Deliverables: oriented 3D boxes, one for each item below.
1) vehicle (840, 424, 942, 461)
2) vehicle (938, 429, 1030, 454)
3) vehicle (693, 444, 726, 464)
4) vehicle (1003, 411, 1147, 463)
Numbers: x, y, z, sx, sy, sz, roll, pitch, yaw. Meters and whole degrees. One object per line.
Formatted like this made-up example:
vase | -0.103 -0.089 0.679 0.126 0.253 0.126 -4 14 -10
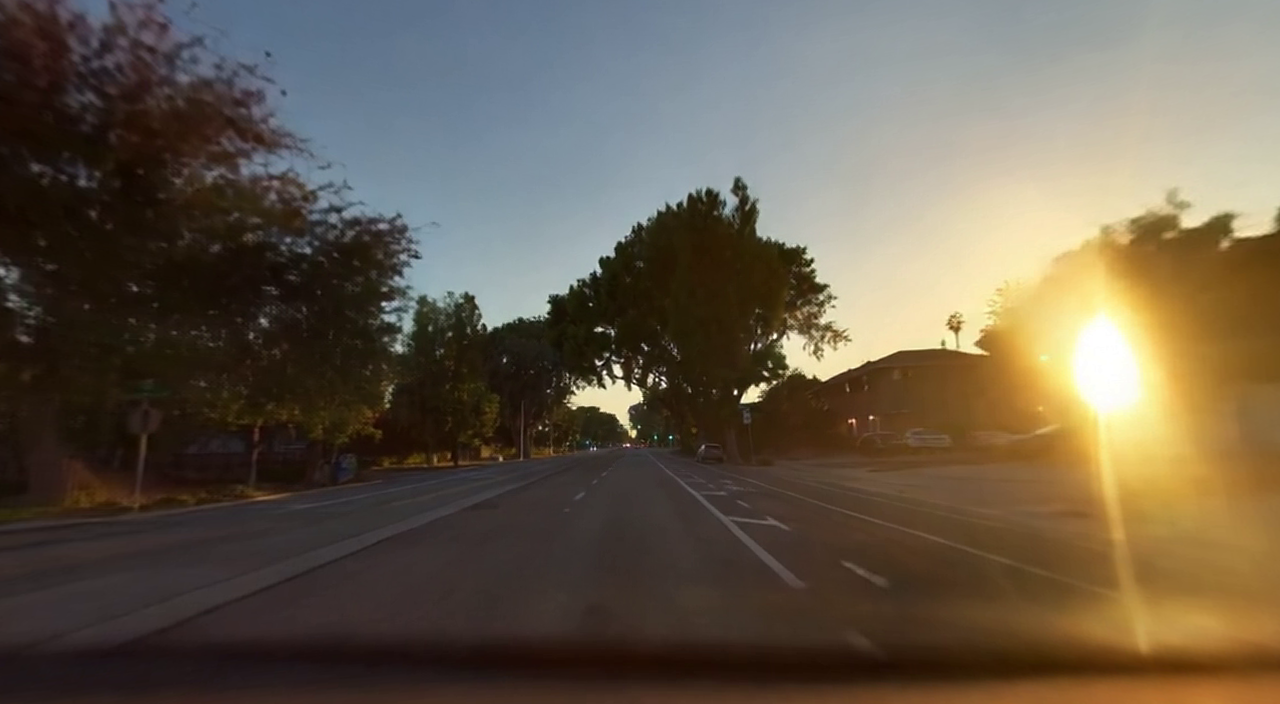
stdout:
vehicle | 15.132 5.484 38.321 5.136 1.795 2.244 -4 -9 -3
vehicle | 20.961 5.476 38.575 4.479 1.474 1.907 0 -8 -1
vehicle | 5.190 7.621 47.514 1.984 1.418 4.709 0 -8 0
vehicle | 15.091 3.050 22.305 1.908 1.610 4.582 0 -9 2
